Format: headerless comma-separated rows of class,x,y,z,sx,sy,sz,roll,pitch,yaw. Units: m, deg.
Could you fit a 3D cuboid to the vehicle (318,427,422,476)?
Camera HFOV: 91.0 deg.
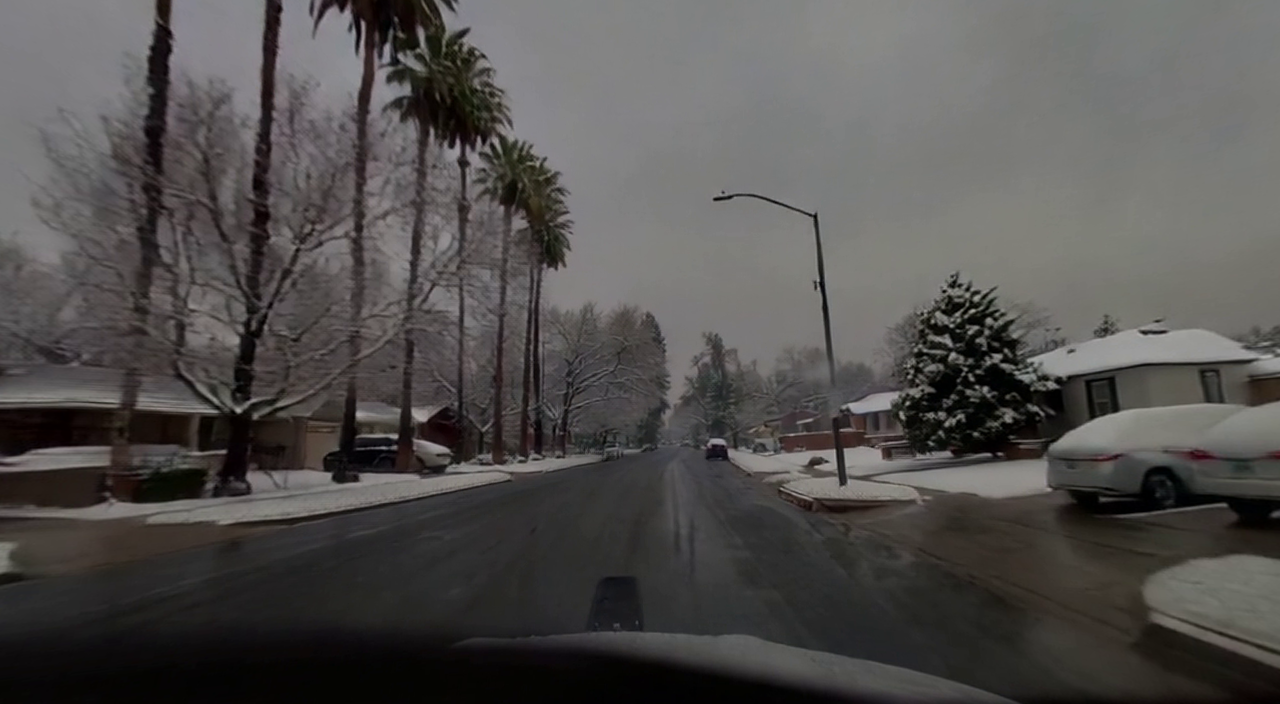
vehicle,-12.689,4.741,29.786,3.918,1.719,1.988,-3,-21,0

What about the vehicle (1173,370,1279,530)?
vehicle,10.184,1.241,8.026,5.050,1.896,2.041,1,-8,-5

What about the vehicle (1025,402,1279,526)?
vehicle,9.418,1.821,10.556,4.606,1.818,2.054,1,-8,-5
